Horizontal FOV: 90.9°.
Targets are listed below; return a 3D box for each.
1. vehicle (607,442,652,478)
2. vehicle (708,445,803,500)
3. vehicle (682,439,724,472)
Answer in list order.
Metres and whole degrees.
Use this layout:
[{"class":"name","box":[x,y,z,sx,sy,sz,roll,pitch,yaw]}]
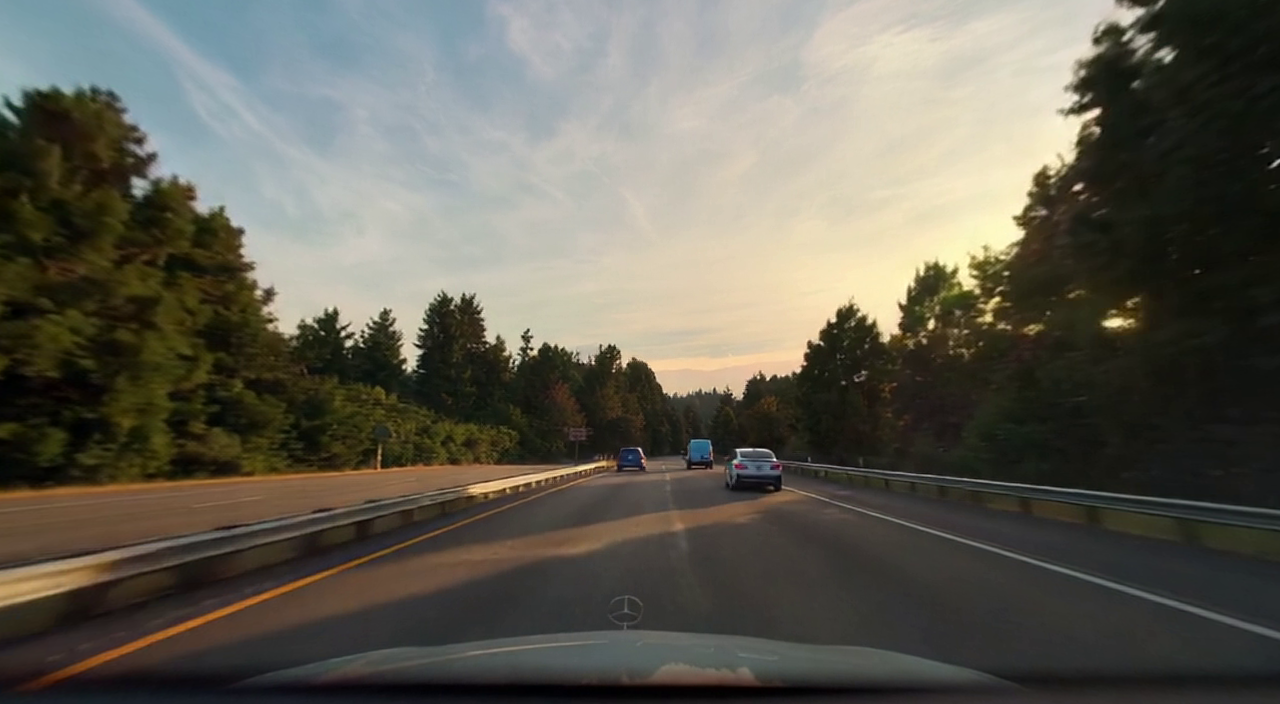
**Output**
[{"class":"vehicle","box":[-0.458,5.505,32.274,2.087,1.707,4.316,-1,-9,2]},{"class":"vehicle","box":[3.314,3.577,19.167,2.043,1.431,4.922,-1,-9,1]},{"class":"vehicle","box":[4.069,6.806,41.515,2.371,2.045,4.768,-1,-9,1]}]
